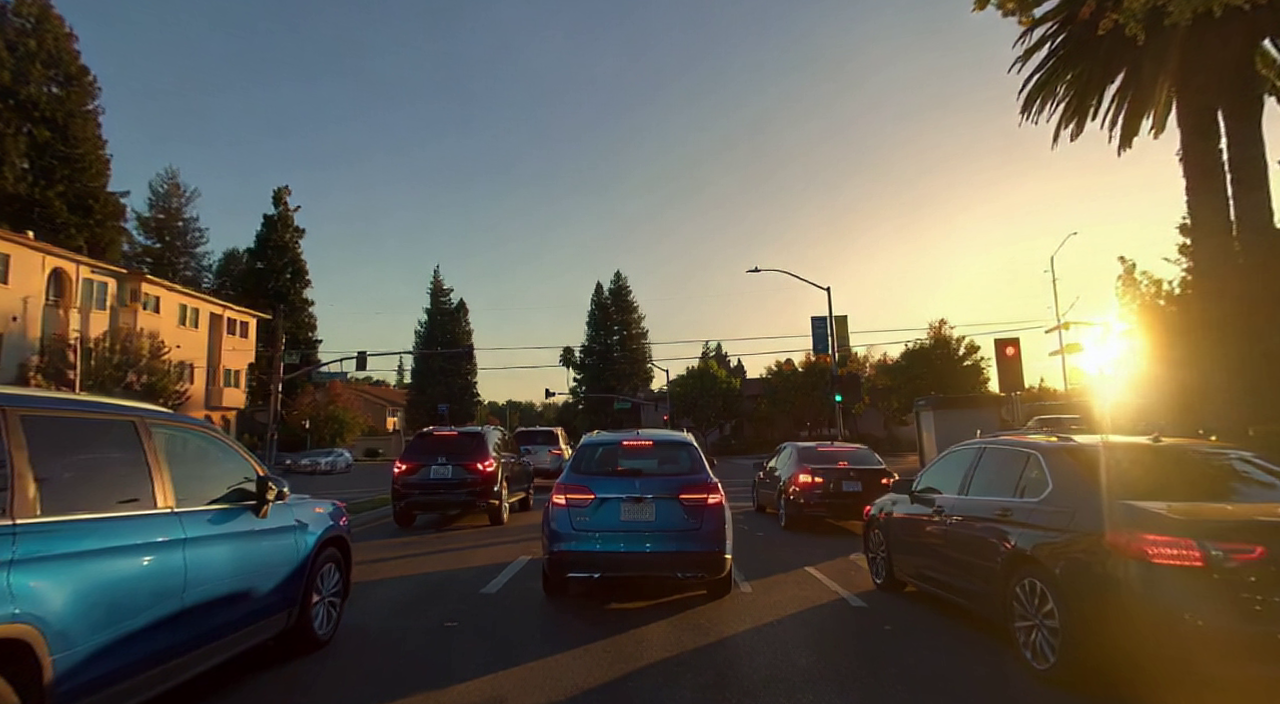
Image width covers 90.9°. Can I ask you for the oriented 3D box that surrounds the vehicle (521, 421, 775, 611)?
[{"bbox_3d":[0.029,1.598,7.062,2.021,1.490,3.948,0,-8,-1],"label":"vehicle"}]

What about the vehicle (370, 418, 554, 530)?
[{"bbox_3d":[-3.176,2.297,12.449,2.117,1.772,4.619,0,-8,2],"label":"vehicle"}]

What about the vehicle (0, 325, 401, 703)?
[{"bbox_3d":[-3.116,0.955,3.297,1.982,1.721,4.261,0,-8,1],"label":"vehicle"}]

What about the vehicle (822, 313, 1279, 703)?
[{"bbox_3d":[3.224,1.100,4.733,2.141,1.833,4.704,0,-8,-2],"label":"vehicle"}]
